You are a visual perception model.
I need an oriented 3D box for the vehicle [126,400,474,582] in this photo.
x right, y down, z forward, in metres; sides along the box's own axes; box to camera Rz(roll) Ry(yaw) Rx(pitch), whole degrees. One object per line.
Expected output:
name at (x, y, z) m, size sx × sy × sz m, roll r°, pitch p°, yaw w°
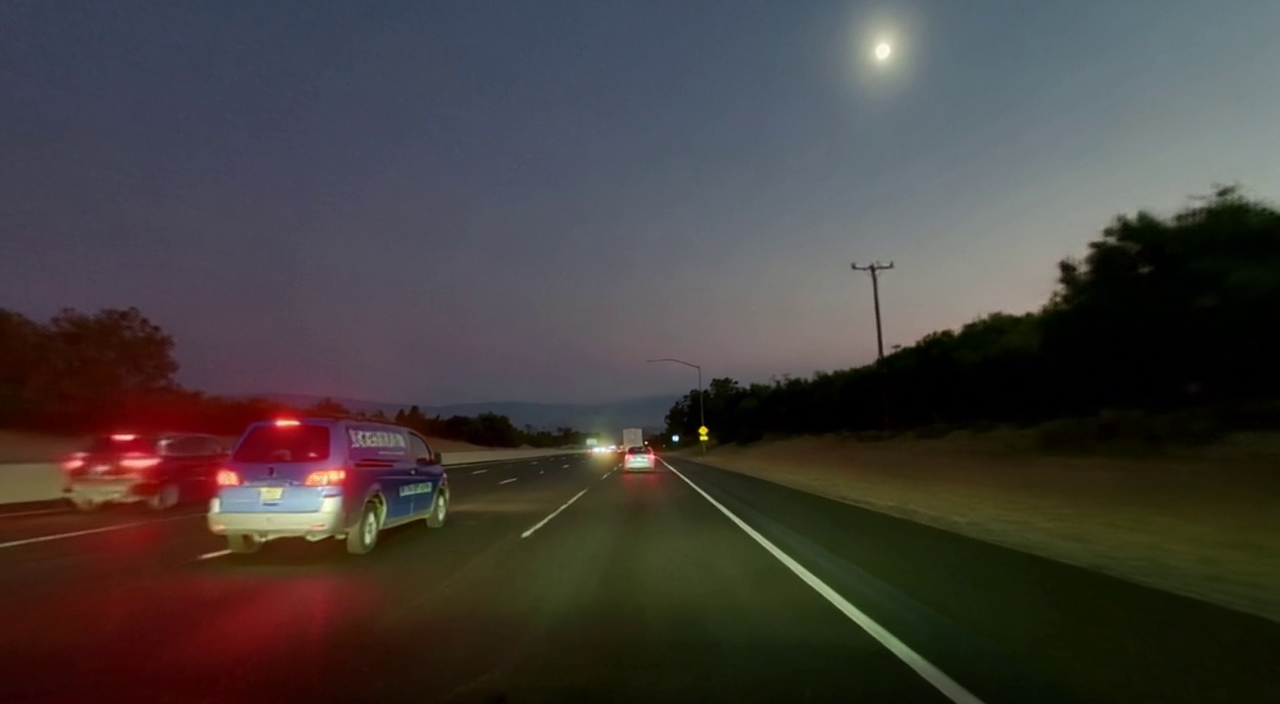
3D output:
vehicle at (-4.157, 1.806, 9.049) m, size 2.174 × 1.862 × 5.012 m, roll 0°, pitch -9°, yaw 0°

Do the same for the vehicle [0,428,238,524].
vehicle at (-11.697, 2.656, 14.077) m, size 2.150 × 1.746 × 4.910 m, roll 0°, pitch -9°, yaw 1°

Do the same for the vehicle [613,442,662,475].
vehicle at (-0.093, 5.149, 30.611) m, size 2.238 × 1.479 × 3.672 m, roll 0°, pitch -9°, yaw 0°
